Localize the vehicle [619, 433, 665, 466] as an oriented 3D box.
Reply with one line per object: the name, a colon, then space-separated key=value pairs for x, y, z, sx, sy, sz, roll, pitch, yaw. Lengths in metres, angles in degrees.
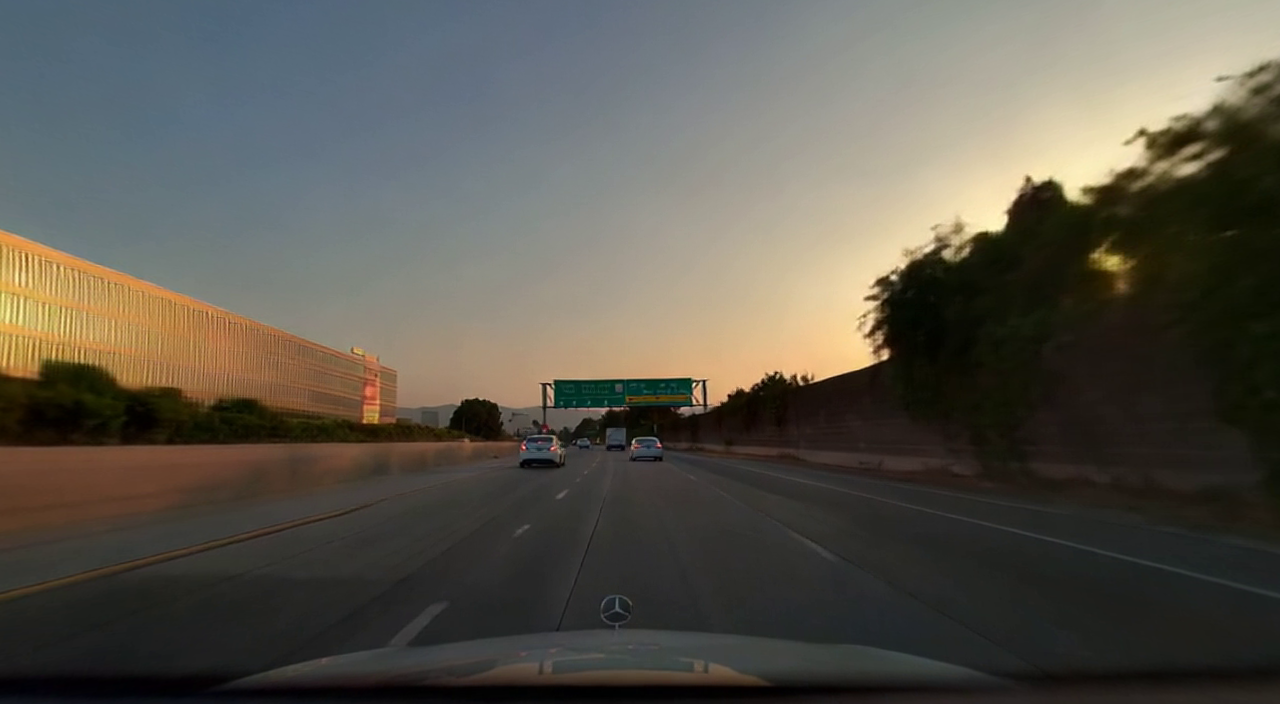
vehicle: x=0.018 y=5.187 z=33.531 sx=2.078 sy=1.608 sz=3.982 roll=0 pitch=-8 yaw=-5

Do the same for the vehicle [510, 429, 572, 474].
vehicle: x=-4.156 y=4.242 z=27.006 sx=2.080 sy=1.733 sz=4.410 roll=0 pitch=-8 yaw=-2
